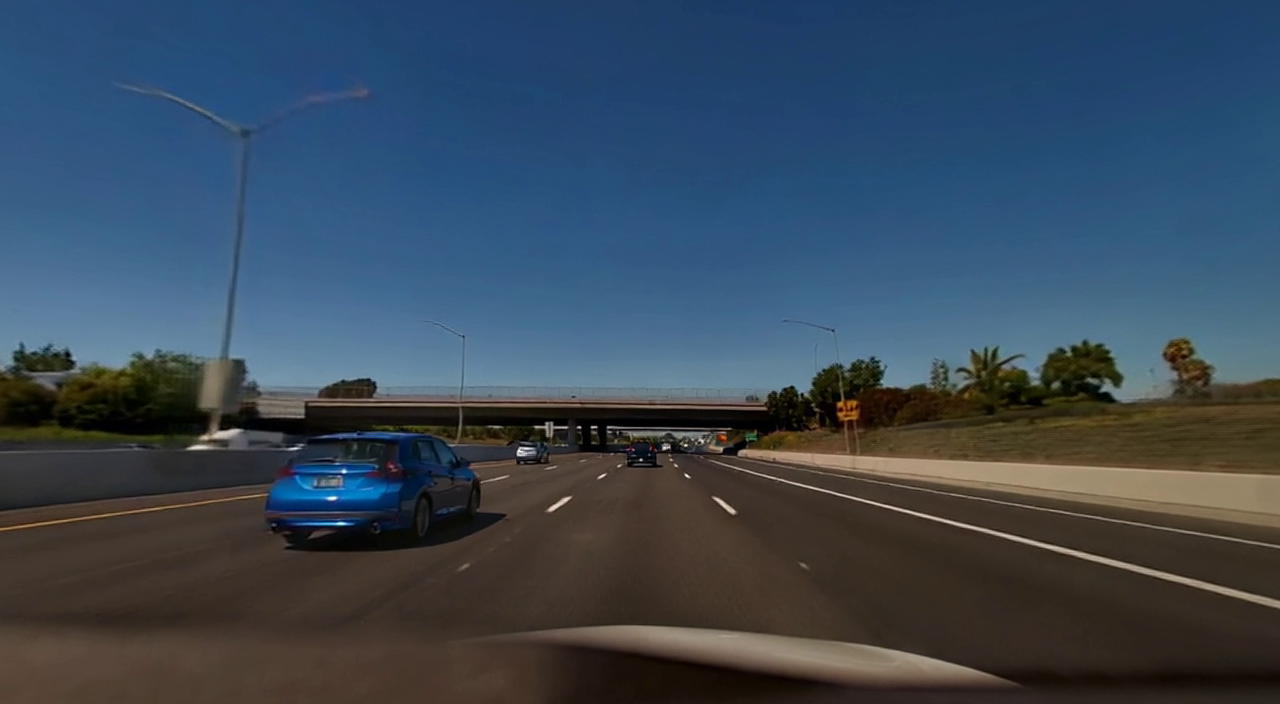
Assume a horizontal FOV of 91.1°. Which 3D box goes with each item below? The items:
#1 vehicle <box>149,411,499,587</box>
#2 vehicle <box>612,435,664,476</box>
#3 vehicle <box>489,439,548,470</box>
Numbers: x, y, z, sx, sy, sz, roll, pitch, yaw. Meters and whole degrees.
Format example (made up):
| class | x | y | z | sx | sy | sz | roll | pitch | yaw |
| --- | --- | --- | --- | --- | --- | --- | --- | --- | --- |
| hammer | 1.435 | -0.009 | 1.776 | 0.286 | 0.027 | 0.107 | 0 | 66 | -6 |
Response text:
| class | x | y | z | sx | sy | sz | roll | pitch | yaw |
| --- | --- | --- | --- | --- | --- | --- | --- | --- | --- |
| vehicle | -3.476 | 1.713 | 8.199 | 2.124 | 1.607 | 4.531 | 0 | -9 | 1 |
| vehicle | -0.055 | 4.627 | 28.283 | 2.155 | 1.690 | 4.318 | 0 | -9 | 1 |
| vehicle | -6.278 | 5.359 | 33.002 | 1.994 | 1.519 | 4.668 | 0 | -9 | 2 |
